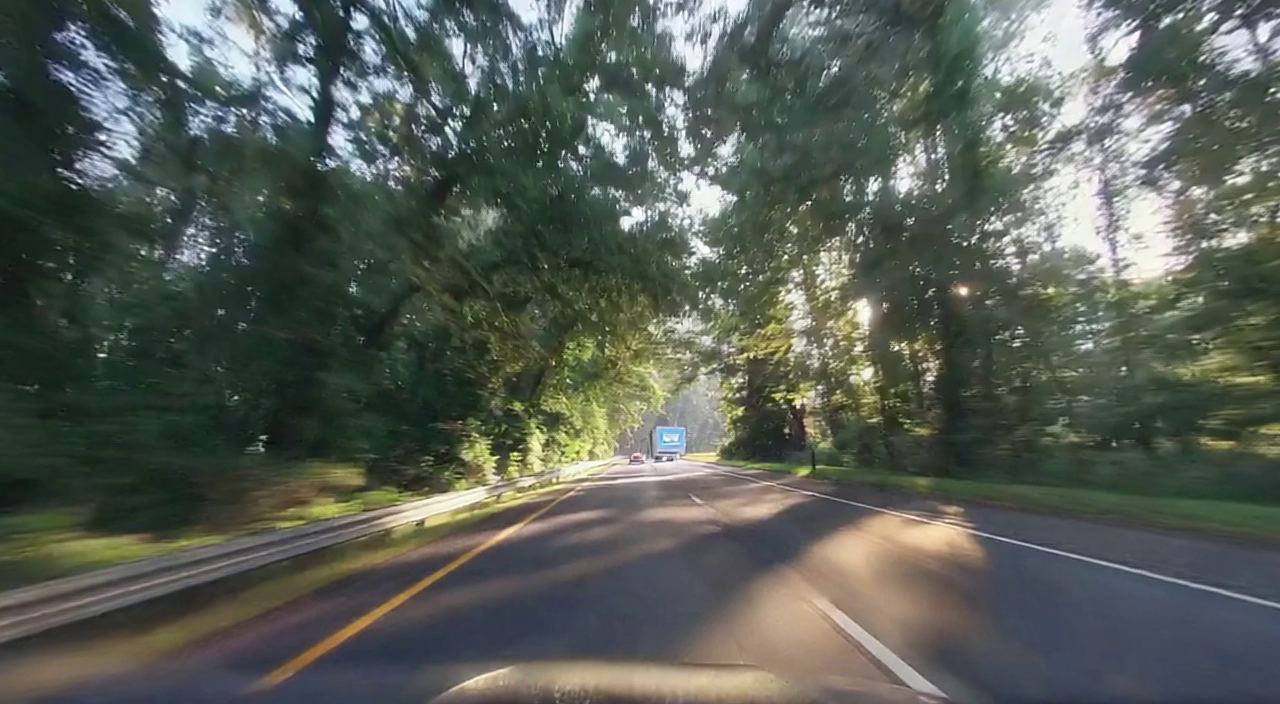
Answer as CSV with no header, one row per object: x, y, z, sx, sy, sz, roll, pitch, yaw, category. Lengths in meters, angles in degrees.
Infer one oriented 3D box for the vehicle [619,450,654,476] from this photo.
-0.215,7.030,39.934,2.057,1.528,3.958,-1,-9,0,vehicle
